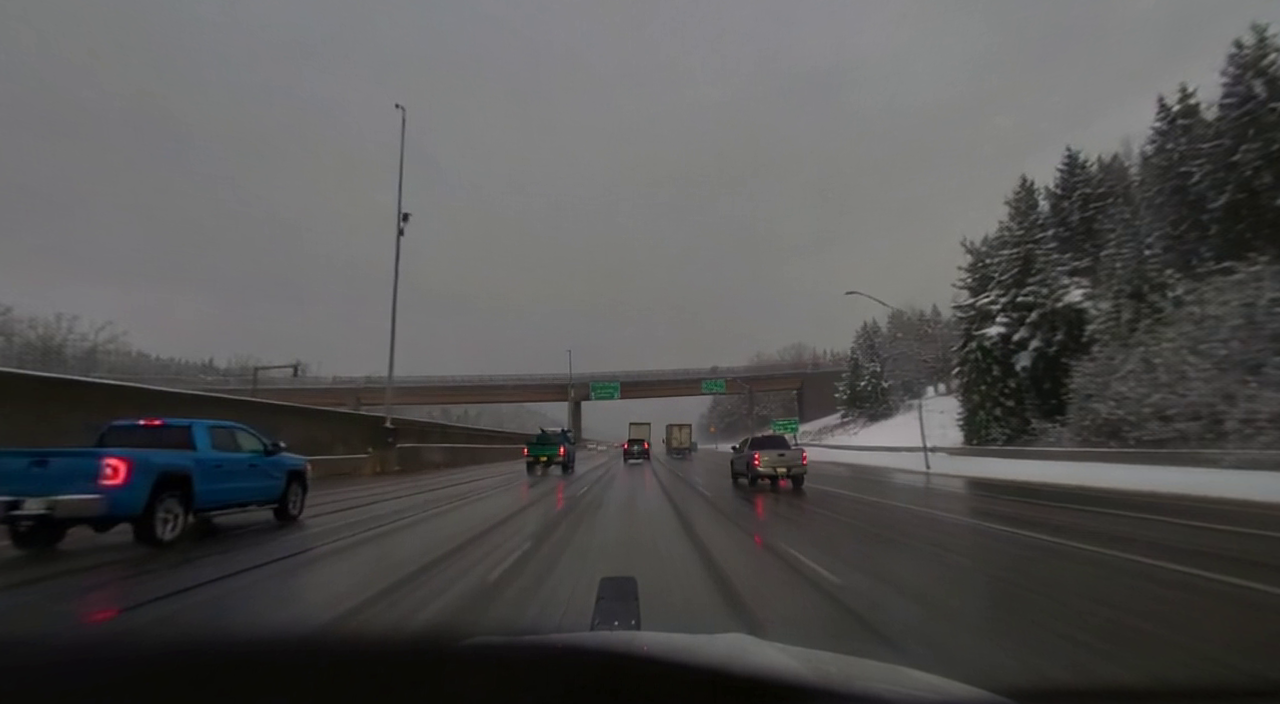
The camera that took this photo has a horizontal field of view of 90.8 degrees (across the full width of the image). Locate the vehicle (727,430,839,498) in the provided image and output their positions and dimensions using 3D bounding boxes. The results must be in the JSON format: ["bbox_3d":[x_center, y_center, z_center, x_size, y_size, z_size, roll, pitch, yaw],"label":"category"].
[{"bbox_3d":[3.835,3.091,17.729,2.119,1.653,4.000,0,-9,-1],"label":"vehicle"}]

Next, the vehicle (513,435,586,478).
[{"bbox_3d":[-3.861,4.592,27.907,2.535,1.715,5.030,0,-9,-1],"label":"vehicle"}]

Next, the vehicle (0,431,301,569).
[{"bbox_3d":[-7.101,1.923,9.062,1.947,1.444,4.595,0,-9,0],"label":"vehicle"}]

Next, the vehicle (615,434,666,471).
[{"bbox_3d":[0.015,5.453,34.321,2.572,1.837,5.693,0,-9,0],"label":"vehicle"}]
